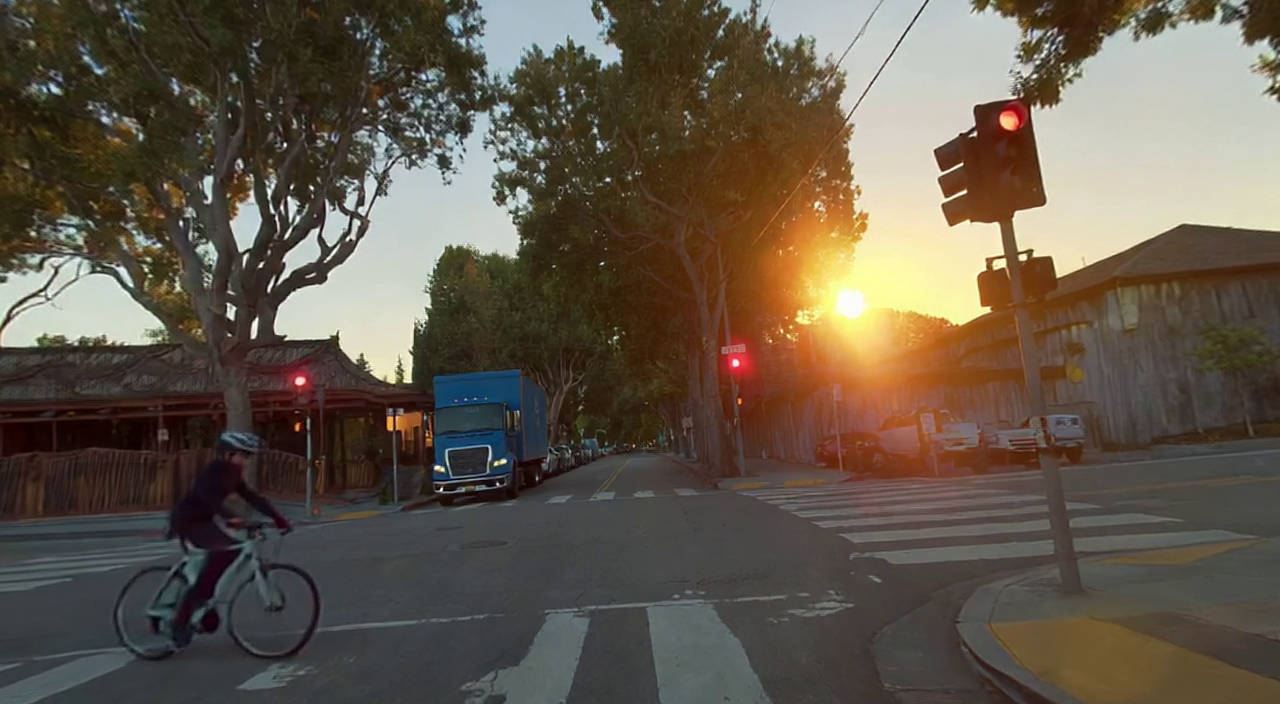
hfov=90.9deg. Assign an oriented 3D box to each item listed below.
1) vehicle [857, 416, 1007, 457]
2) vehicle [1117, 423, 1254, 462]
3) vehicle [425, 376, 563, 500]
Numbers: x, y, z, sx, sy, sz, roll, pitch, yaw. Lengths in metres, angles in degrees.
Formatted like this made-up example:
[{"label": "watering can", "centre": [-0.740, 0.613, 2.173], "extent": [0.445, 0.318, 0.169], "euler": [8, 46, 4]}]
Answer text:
[{"label": "vehicle", "centre": [10.701, 3.141, 23.419], "extent": [4.643, 1.456, 1.820], "euler": [-1, -8, 5]}, {"label": "vehicle", "centre": [24.972, 4.158, 29.001], "extent": [4.268, 1.695, 2.053], "euler": [0, -8, 3]}, {"label": "vehicle", "centre": [-5.775, 3.729, 27.180], "extent": [3.113, 4.041, 10.284], "euler": [-5, -8, 0]}]
